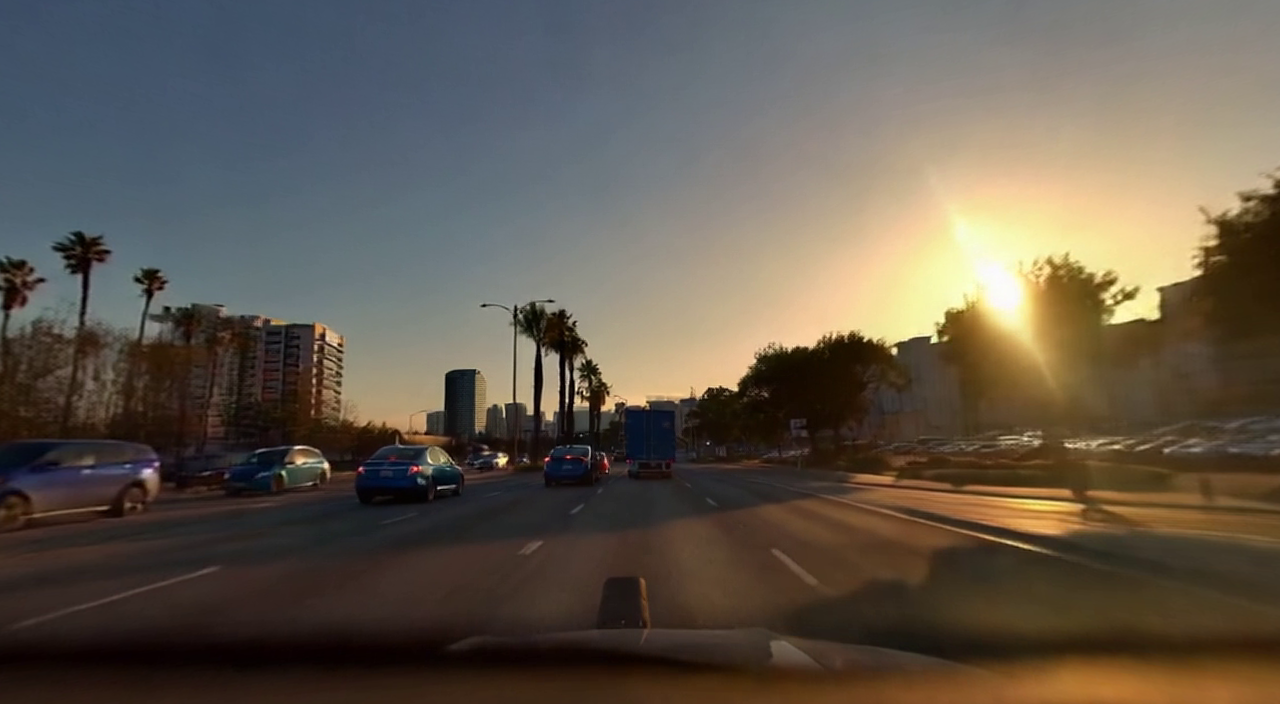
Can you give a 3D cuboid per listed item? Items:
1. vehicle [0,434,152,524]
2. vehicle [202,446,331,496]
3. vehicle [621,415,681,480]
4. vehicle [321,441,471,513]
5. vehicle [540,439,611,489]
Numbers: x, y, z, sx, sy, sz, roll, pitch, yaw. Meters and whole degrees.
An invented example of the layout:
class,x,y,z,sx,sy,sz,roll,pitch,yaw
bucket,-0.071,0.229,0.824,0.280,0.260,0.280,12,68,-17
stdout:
class,x,y,z,sx,sy,sz,roll,pitch,yaw
vehicle,-14.517,2.938,14.846,2.010,1.885,4.606,-1,-9,4
vehicle,-14.411,4.595,24.609,2.100,1.746,4.662,0,-9,1
vehicle,0.611,5.248,34.515,2.993,3.235,6.692,0,-9,1
vehicle,-6.236,3.231,16.803,2.045,1.630,4.680,0,-9,1
vehicle,-2.479,4.490,25.495,2.178,1.826,4.933,0,-9,2
